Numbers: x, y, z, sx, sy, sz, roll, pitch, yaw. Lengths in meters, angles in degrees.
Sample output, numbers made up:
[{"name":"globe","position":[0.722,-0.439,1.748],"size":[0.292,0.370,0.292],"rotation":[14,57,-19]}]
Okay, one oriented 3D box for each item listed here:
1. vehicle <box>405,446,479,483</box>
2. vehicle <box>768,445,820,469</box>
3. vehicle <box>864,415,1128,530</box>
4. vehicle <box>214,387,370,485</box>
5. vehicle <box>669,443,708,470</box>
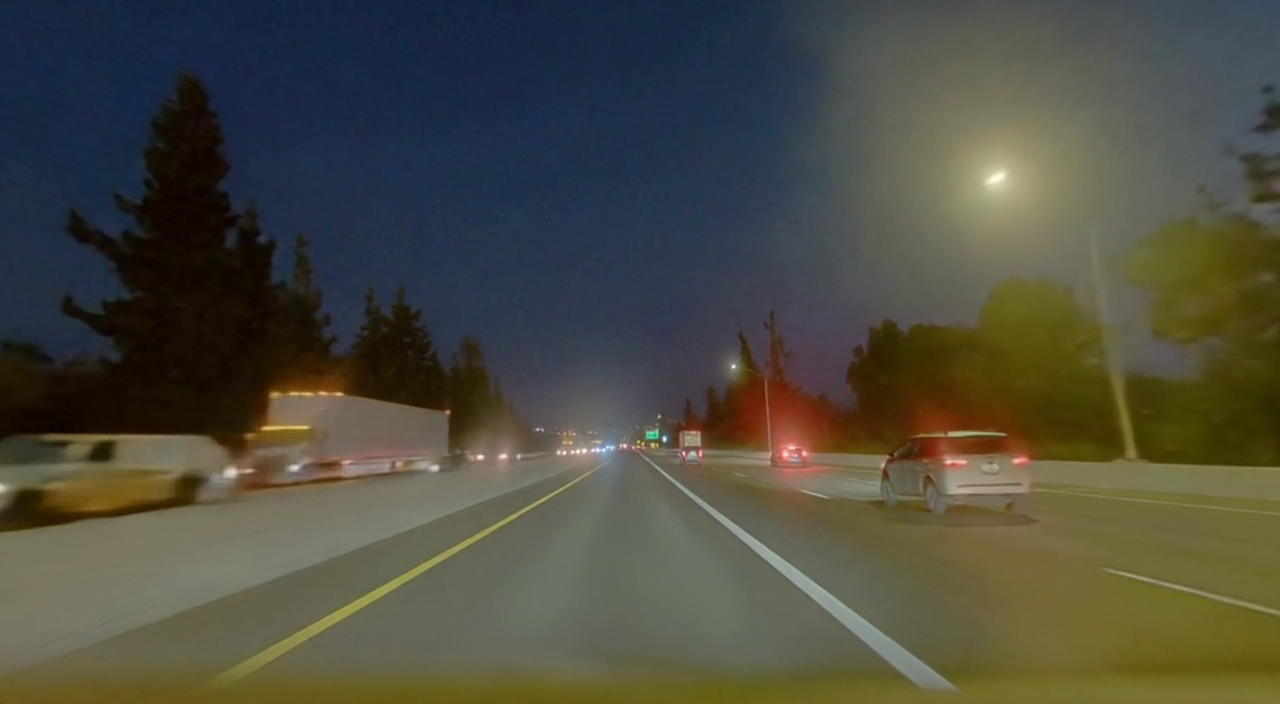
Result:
[{"name":"vehicle","position":[-8.051,4.582,26.016],"size":[1.873,1.404,3.564],"rotation":[0,-9,1]},{"name":"vehicle","position":[10.170,6.950,42.030],"size":[1.987,1.502,5.130],"rotation":[0,-9,-2]},{"name":"vehicle","position":[6.810,2.375,13.110],"size":[2.244,1.858,5.414],"rotation":[0,-9,-1]},{"name":"vehicle","position":[-15.408,3.852,28.760],"size":[3.225,3.908,6.550],"rotation":[0,-9,0]},{"name":"vehicle","position":[3.022,6.618,40.292],"size":[2.018,1.600,4.121],"rotation":[0,-9,-2]}]
